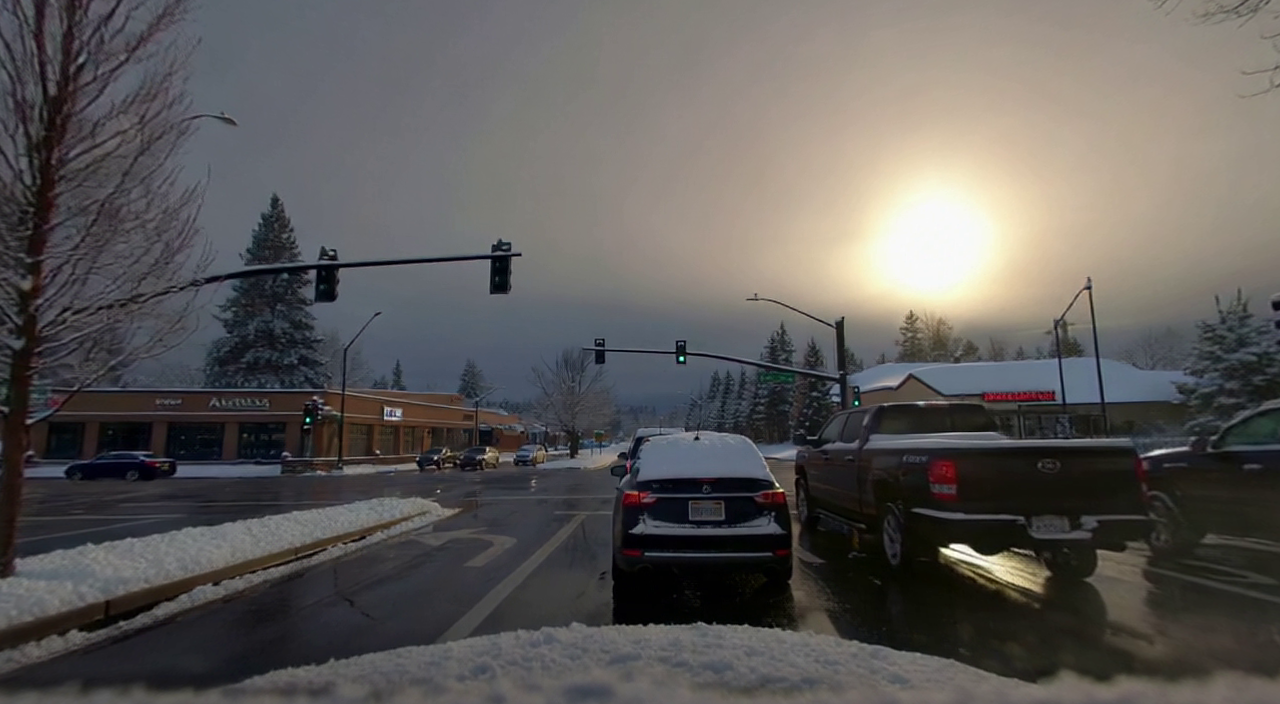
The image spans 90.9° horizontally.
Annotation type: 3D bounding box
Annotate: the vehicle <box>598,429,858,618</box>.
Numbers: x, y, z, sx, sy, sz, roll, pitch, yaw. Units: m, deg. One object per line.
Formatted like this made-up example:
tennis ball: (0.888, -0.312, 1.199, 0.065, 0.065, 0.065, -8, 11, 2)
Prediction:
vehicle: (0.604, 1.612, 6.874, 2.038, 1.447, 3.756, 0, -8, -3)

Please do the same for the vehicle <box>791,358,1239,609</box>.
vehicle: (3.815, 1.491, 8.070, 2.358, 2.116, 5.328, 0, -8, -1)

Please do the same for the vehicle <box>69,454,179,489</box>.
vehicle: (-29.078, 6.703, 35.600, 4.789, 1.828, 2.025, -2, -9, 10)

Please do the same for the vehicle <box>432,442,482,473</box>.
vehicle: (-11.879, 6.846, 41.227, 1.991, 1.844, 4.393, 0, -8, 0)

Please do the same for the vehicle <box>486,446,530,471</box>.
vehicle: (-8.408, 6.815, 40.477, 2.002, 1.469, 4.301, 0, -8, -1)
